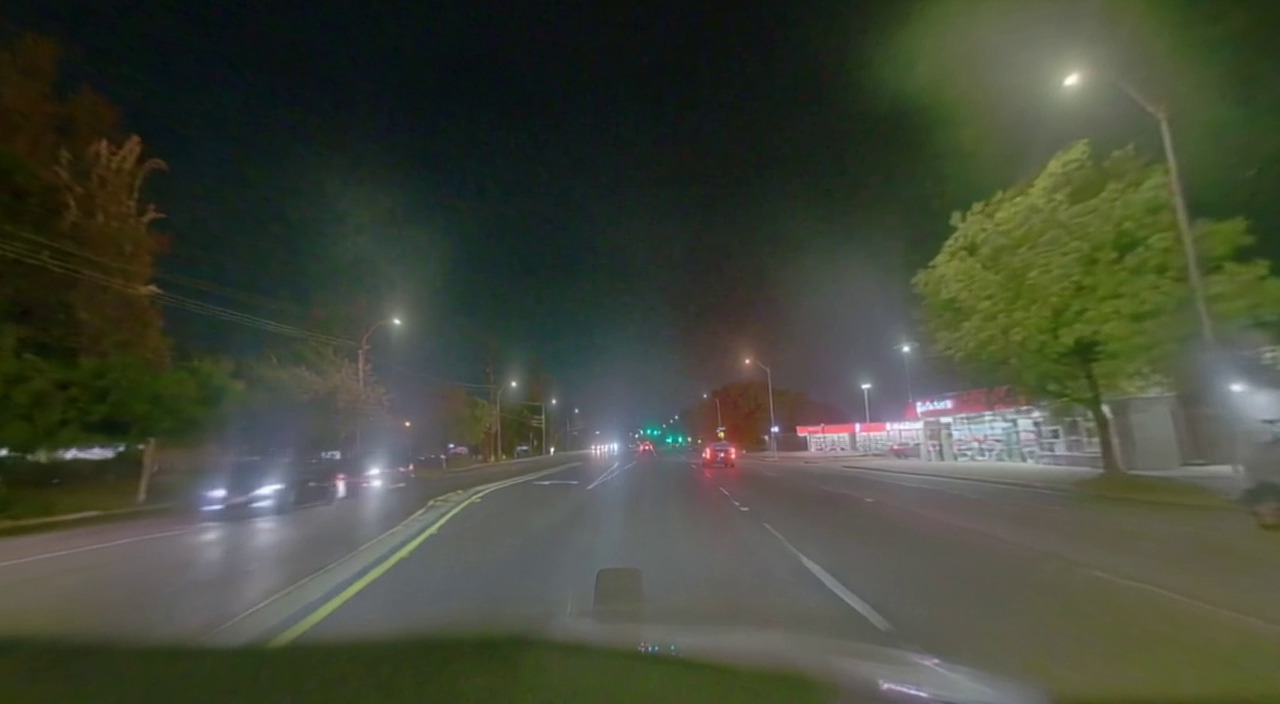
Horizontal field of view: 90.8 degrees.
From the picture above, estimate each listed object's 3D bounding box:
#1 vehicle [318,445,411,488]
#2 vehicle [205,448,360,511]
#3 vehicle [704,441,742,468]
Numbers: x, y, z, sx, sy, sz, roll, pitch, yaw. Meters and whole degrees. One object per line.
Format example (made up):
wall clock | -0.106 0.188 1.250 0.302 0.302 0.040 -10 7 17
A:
vehicle | -13.679 5.688 31.833 2.225 1.961 5.380 0 -9 0
vehicle | -10.459 3.724 18.997 1.994 1.657 4.510 0 -9 0
vehicle | 5.267 6.585 40.766 1.957 1.643 4.226 0 -9 1
